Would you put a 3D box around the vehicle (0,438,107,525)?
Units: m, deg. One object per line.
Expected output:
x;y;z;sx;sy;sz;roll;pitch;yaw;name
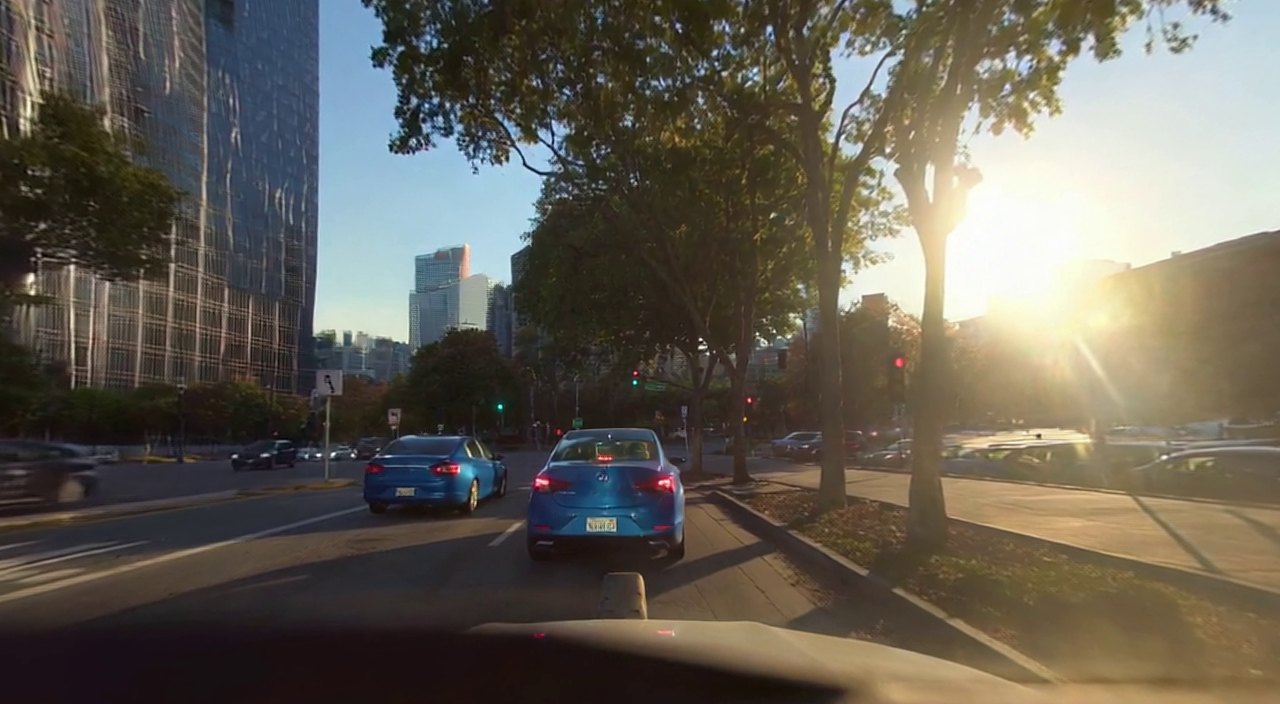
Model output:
-12.705;2.400;11.725;1.954;1.583;4.175;0;-8;0;vehicle

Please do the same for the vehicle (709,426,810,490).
3.418;3.131;18.919;2.028;1.678;4.220;0;-8;-2;vehicle

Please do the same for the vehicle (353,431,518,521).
-3.706;2.312;12.272;1.998;1.452;3.773;0;-8;-1;vehicle

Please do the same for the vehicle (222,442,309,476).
-20.274;5.781;34.489;1.982;1.712;4.511;0;-8;0;vehicle

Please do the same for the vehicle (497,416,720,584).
-0.380;1.673;7.987;2.045;1.533;4.183;0;-8;-3;vehicle

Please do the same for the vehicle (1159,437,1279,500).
14.941;2.825;15.216;3.339;1.355;1.592;1;-9;11;vehicle
